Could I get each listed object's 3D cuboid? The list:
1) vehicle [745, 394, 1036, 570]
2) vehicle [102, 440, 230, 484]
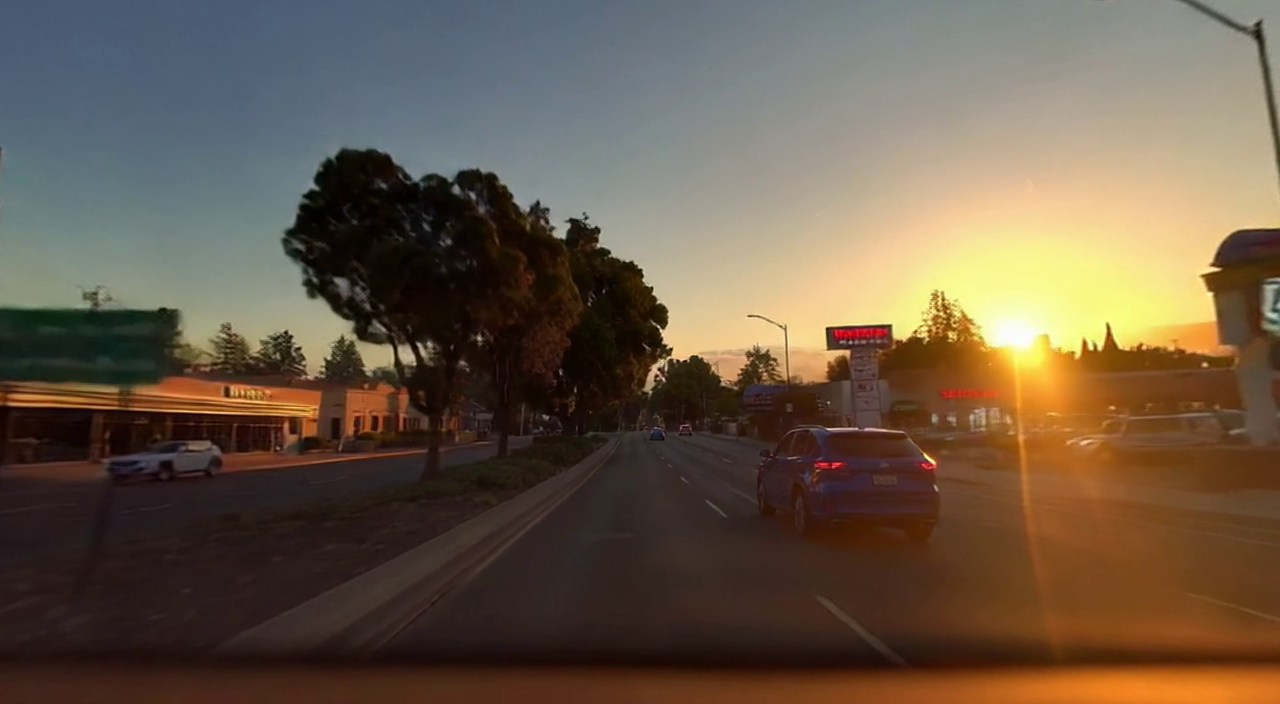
[{"bbox_3d":[2.951,1.674,8.832,2.130,1.790,4.615,0,-9,-1],"label":"vehicle"},{"bbox_3d":[-19.378,4.487,26.142,1.988,1.634,4.301,0,-9,-1],"label":"vehicle"}]
